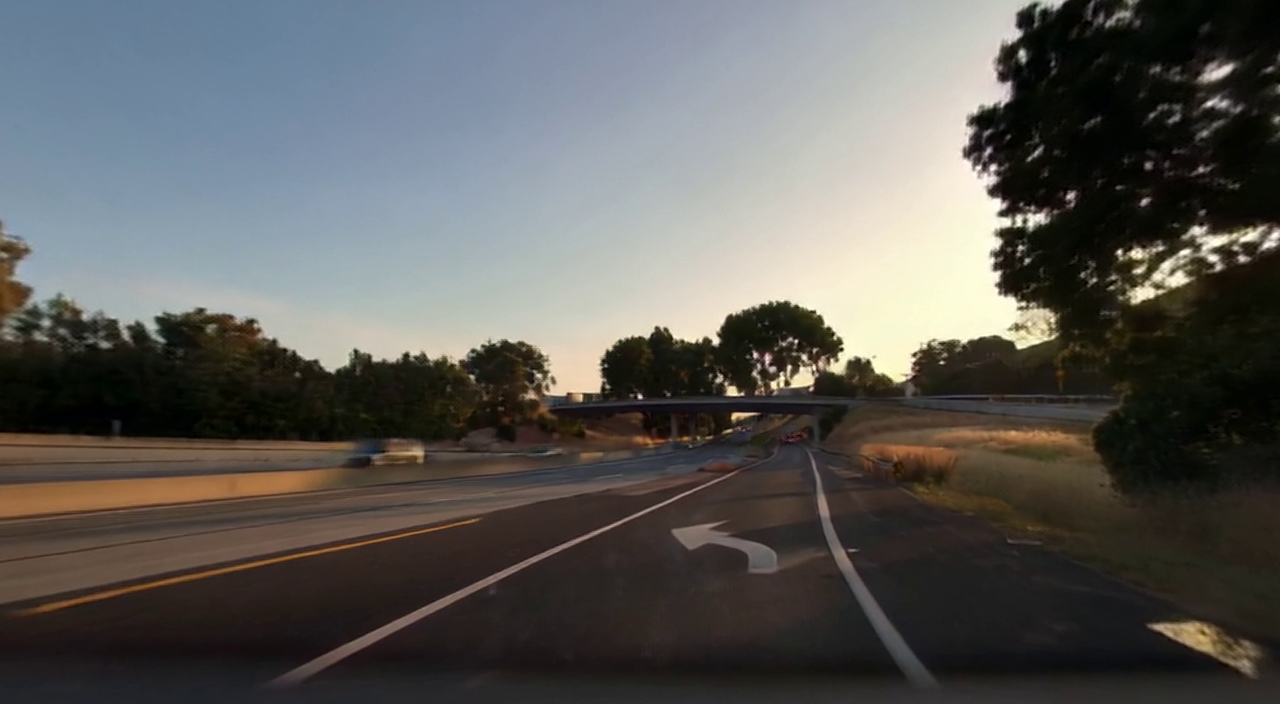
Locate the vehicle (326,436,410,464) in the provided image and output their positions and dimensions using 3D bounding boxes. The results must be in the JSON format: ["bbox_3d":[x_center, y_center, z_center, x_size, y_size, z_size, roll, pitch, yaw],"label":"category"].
[{"bbox_3d":[-15.283,5.530,35.654,1.919,1.484,4.248,-3,-9,19],"label":"vehicle"}]
